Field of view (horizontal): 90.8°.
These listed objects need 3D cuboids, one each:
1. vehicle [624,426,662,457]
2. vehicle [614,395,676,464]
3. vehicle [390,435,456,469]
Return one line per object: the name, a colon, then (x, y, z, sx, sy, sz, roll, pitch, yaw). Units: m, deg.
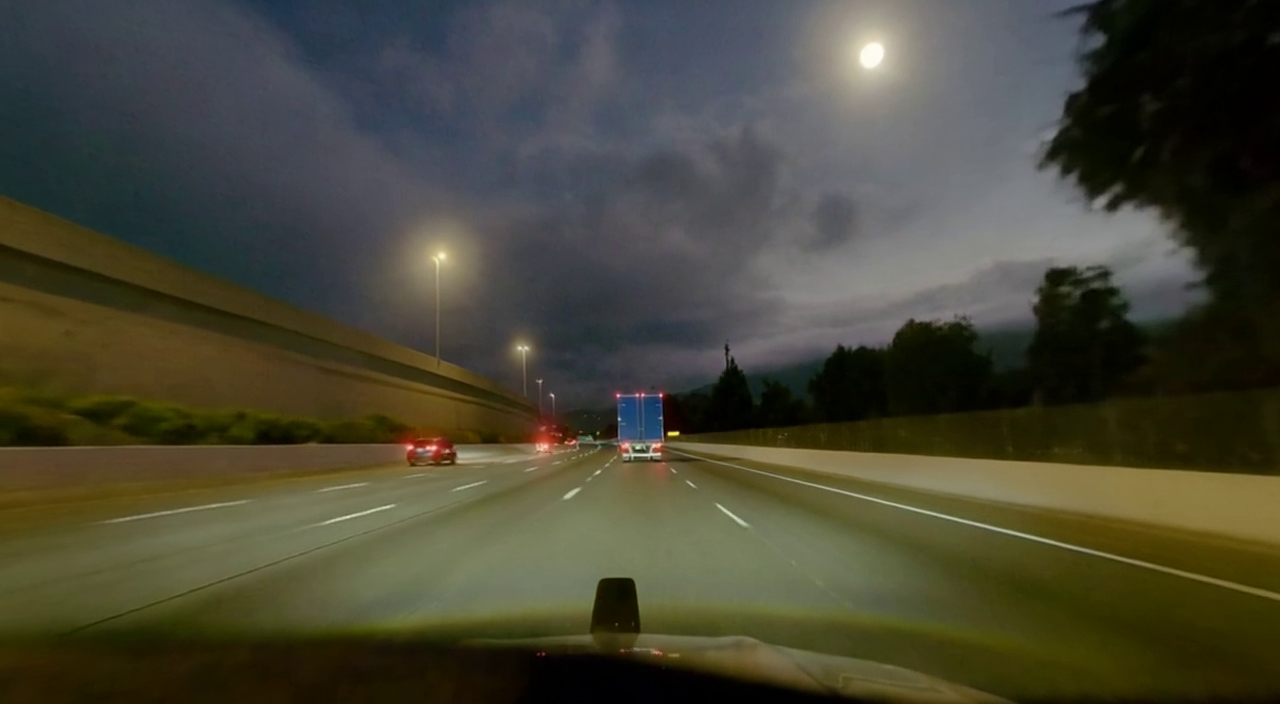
vehicle: (0.123, 5.189, 36.501, 2.052, 1.666, 4.358, 0, -8, -2)
vehicle: (0.029, 5.029, 39.729, 3.233, 3.678, 11.032, 0, -9, -3)
vehicle: (-11.058, 5.138, 32.507, 1.919, 1.625, 4.183, 0, -8, -1)
